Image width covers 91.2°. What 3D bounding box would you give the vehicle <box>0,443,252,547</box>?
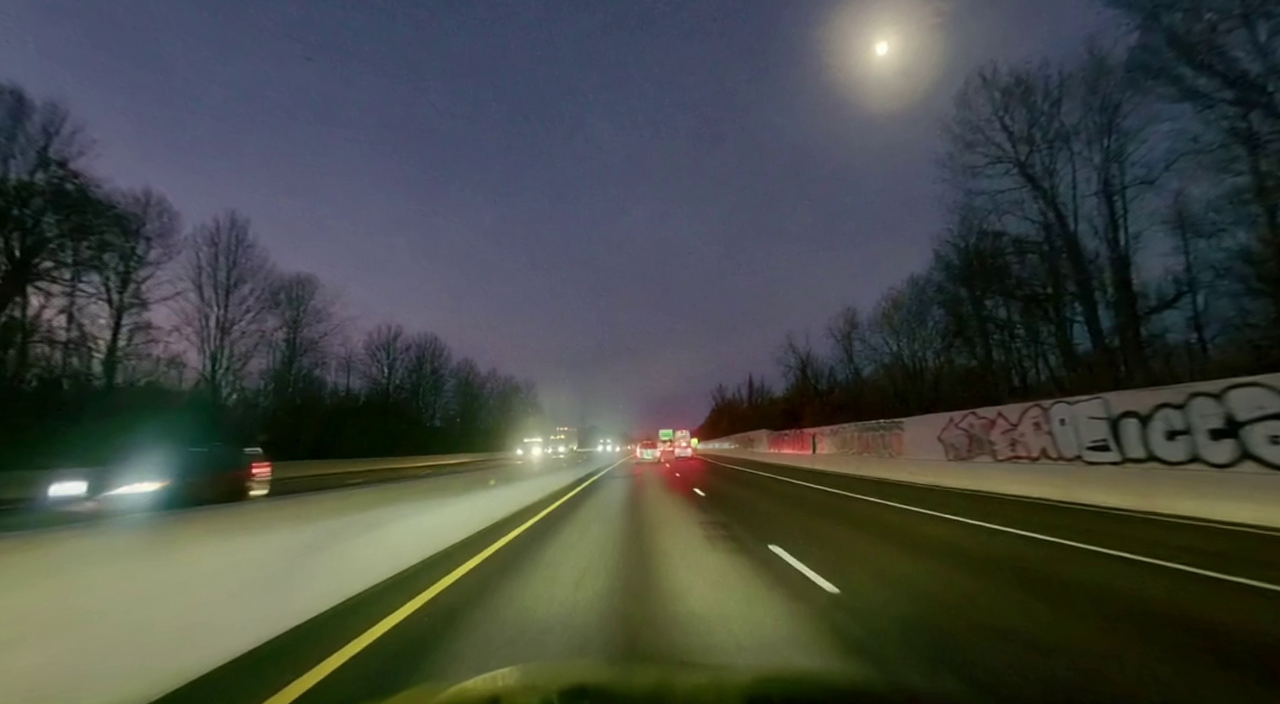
[{"bbox_3d":[-9.465,2.465,11.480,2.087,1.520,4.147,0,-9,-1],"label":"vehicle"}]

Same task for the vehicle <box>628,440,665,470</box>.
[{"bbox_3d":[0.340,6.124,37.401,2.095,1.671,4.219,0,-9,-1],"label":"vehicle"}]
